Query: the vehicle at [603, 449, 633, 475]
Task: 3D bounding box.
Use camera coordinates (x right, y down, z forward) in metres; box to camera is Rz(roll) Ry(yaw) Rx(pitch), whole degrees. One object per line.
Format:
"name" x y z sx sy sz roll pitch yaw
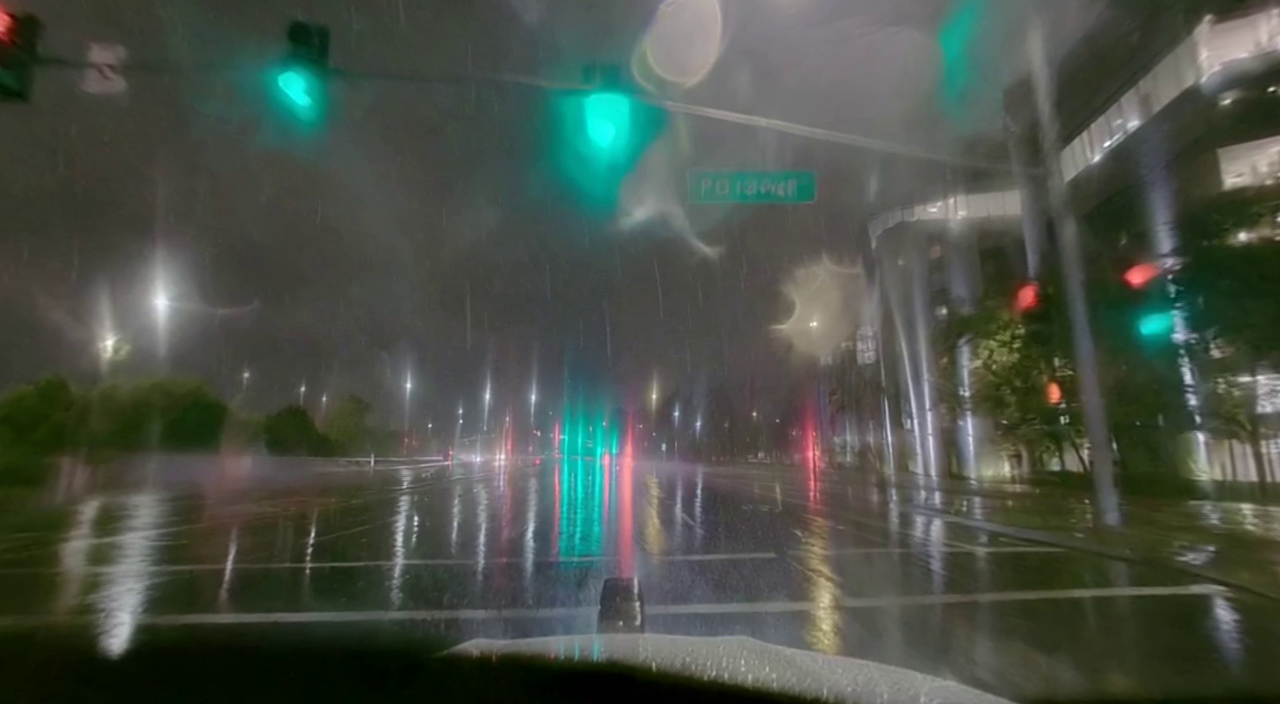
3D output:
"vehicle" -1.632 7.821 45.068 2.038 1.682 3.844 0 -8 -4
